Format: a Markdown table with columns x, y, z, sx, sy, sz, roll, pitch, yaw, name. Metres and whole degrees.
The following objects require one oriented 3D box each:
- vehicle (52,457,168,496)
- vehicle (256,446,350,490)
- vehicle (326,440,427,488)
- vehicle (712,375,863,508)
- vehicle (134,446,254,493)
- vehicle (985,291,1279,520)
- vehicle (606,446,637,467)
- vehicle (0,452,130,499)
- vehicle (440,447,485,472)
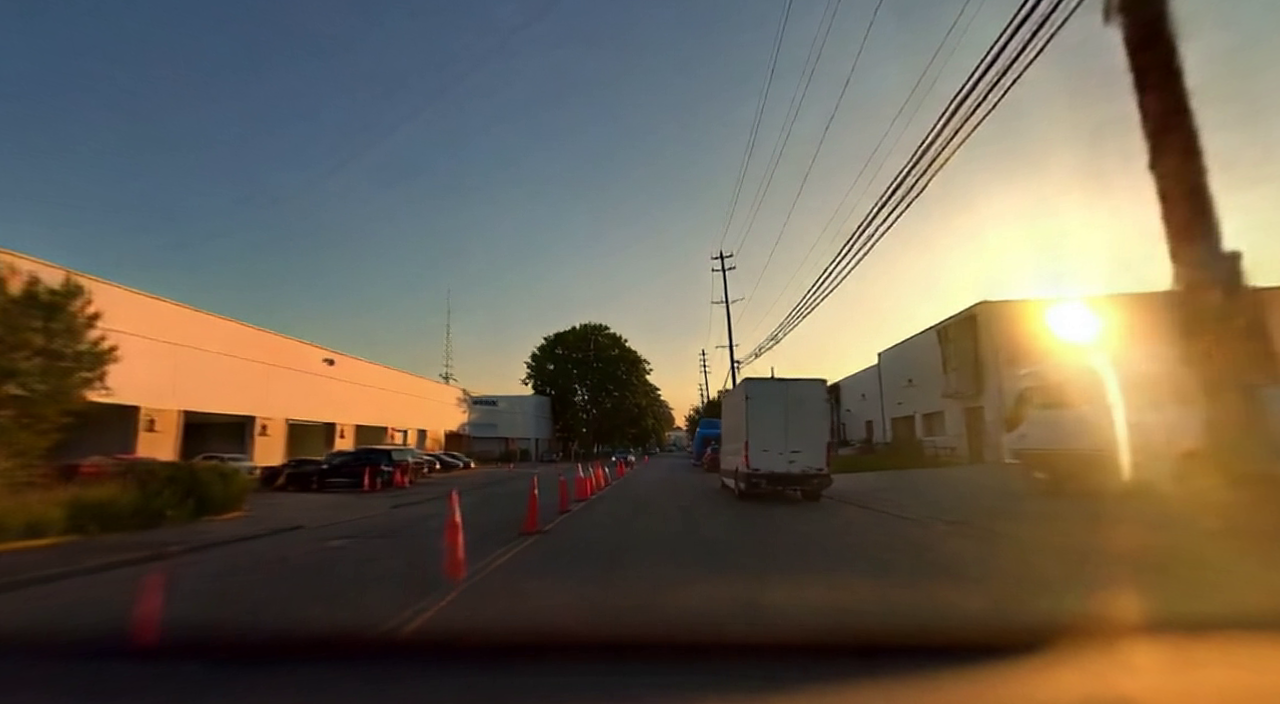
| x | y | z | sx | sy | sz | roll | pitch | yaw | name |
| --- | --- | --- | --- | --- | --- | --- | --- | --- | --- |
| -22.859 | 5.342 | 27.439 | 1.833 | 1.454 | 3.782 | 0 | -8 | -2 | vehicle |
| -14.947 | 5.125 | 28.335 | 1.971 | 1.789 | 4.360 | 0 | -8 | -3 | vehicle |
| -11.974 | 5.109 | 29.232 | 2.287 | 1.975 | 5.511 | 0 | -8 | 0 | vehicle |
| 4.097 | 2.783 | 19.589 | 2.871 | 3.301 | 7.433 | 0 | -8 | 0 | vehicle |
| -20.091 | 5.264 | 28.806 | 2.026 | 1.885 | 4.932 | 0 | -8 | -3 | vehicle |
| 10.311 | 1.228 | 12.605 | 2.764 | 3.329 | 6.843 | 0 | -8 | -1 | vehicle |
| -1.389 | 8.126 | 49.268 | 1.988 | 1.479 | 4.485 | -1 | -8 | 5 | vehicle |
| -25.410 | 5.381 | 27.947 | 2.092 | 1.806 | 4.601 | 0 | -9 | -6 | vehicle |
| -13.121 | 7.957 | 46.913 | 2.078 | 1.674 | 4.652 | -2 | -9 | -1 | vehicle |
